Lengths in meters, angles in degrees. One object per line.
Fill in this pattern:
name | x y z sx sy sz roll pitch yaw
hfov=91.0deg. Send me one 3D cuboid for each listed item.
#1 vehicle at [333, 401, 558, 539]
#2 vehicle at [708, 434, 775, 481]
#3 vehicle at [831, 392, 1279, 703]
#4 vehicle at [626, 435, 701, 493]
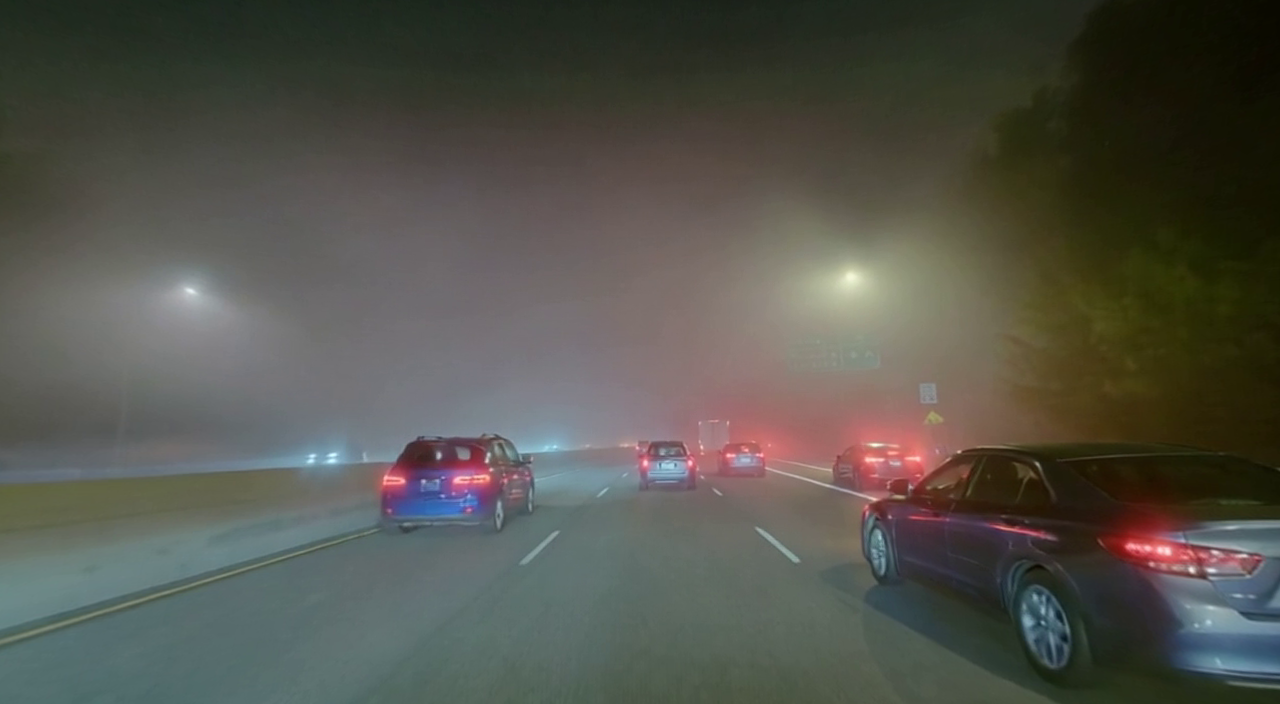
vehicle | -3.155 2.110 11.785 2.434 1.965 5.305 0 -9 1
vehicle | 3.905 4.167 25.004 2.076 1.684 4.241 0 -9 2
vehicle | 3.025 1.218 4.277 2.009 1.489 4.559 0 -9 0
vehicle | 0.697 3.433 19.563 2.074 1.614 3.803 0 -9 1
